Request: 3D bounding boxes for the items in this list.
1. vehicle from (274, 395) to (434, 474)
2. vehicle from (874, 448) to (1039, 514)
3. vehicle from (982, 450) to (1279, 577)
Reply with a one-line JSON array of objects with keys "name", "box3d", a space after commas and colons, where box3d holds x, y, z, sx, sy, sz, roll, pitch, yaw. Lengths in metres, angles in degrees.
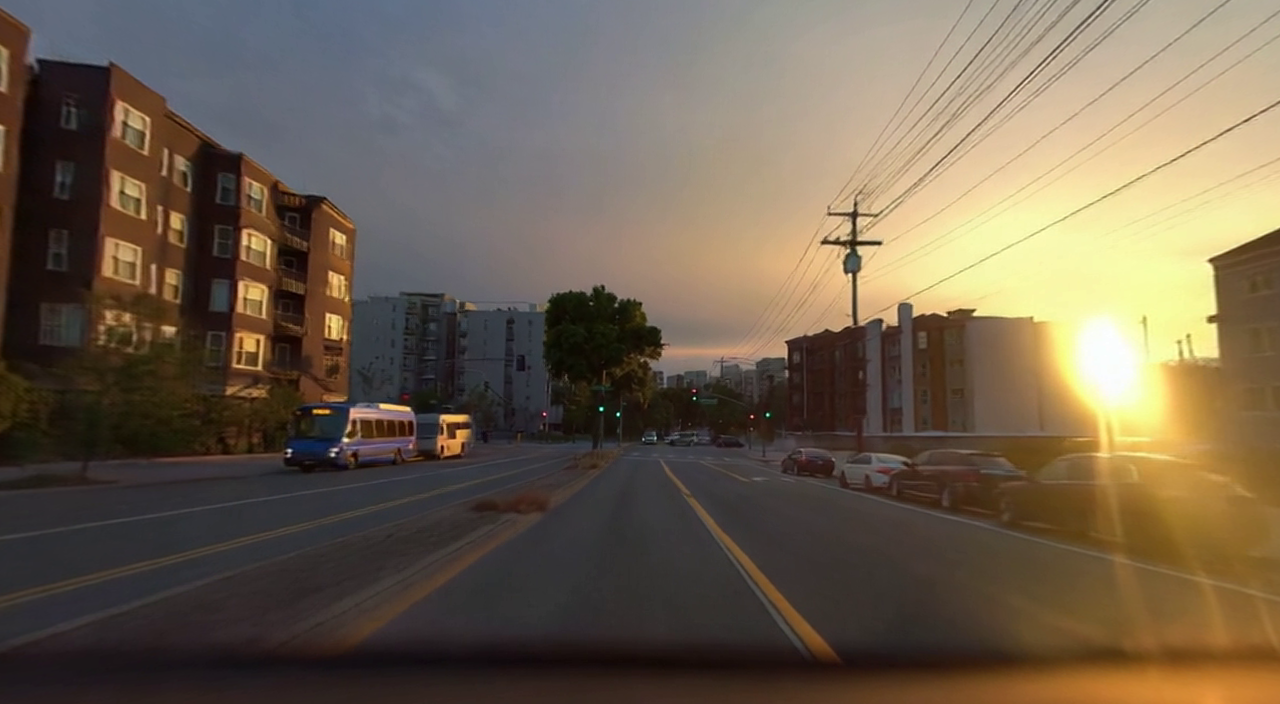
[{"name": "vehicle", "box3d": [-13.797, 4.221, 31.917, 3.060, 3.307, 9.997, 0, -8, 2]}, {"name": "vehicle", "box3d": [8.119, 3.312, 16.844, 1.996, 1.473, 4.740, 0, -8, 1]}, {"name": "vehicle", "box3d": [7.991, 2.459, 10.548, 1.997, 1.517, 4.755, 1, -8, 1]}]
